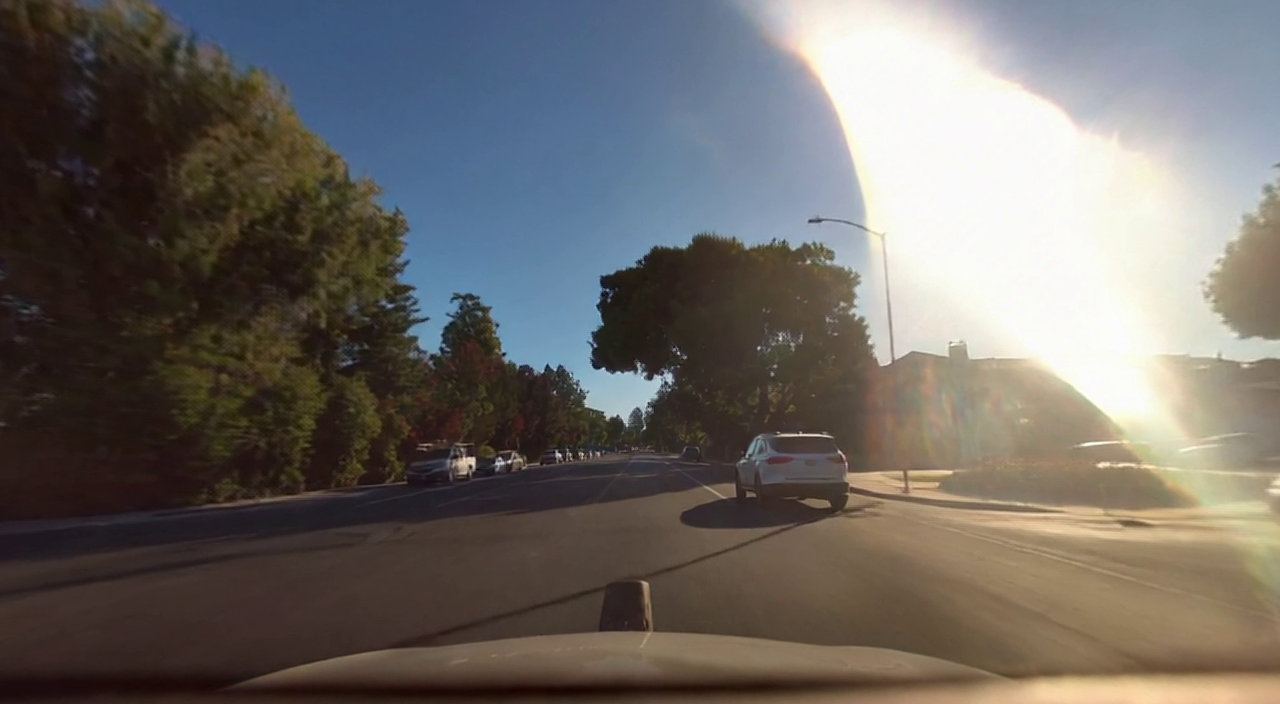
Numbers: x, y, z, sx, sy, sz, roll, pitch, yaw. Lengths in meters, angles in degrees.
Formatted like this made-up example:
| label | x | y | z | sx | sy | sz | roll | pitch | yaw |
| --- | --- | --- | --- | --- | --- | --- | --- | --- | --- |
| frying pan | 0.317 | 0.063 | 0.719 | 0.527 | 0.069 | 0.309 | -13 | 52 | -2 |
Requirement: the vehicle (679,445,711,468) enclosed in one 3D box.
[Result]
| label | x | y | z | sx | sy | sz | roll | pitch | yaw |
| --- | --- | --- | --- | --- | --- | --- | --- | --- | --- |
| vehicle | 3.740 | 7.223 | 43.569 | 1.956 | 1.492 | 4.425 | 0 | -9 | 1 |

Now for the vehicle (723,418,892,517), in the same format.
| label | x | y | z | sx | sy | sz | roll | pitch | yaw |
| --- | --- | --- | --- | --- | --- | --- | --- | --- | --- |
| vehicle | 3.619 | 2.676 | 15.156 | 2.497 | 1.889 | 5.833 | 0 | -9 | 1 |

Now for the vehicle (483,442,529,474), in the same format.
| label | x | y | z | sx | sy | sz | roll | pitch | yaw |
| --- | --- | --- | --- | --- | --- | --- | --- | --- | --- |
| vehicle | -10.118 | 8.069 | 48.041 | 2.254 | 2.127 | 5.697 | -2 | -9 | 0 |

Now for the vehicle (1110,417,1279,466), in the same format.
| label | x | y | z | sx | sy | sz | roll | pitch | yaw |
| --- | --- | --- | --- | --- | --- | --- | --- | --- | --- |
| vehicle | 27.196 | 4.391 | 30.925 | 6.155 | 1.968 | 2.431 | -3 | -9 | 0 |

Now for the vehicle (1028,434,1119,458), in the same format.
| label | x | y | z | sx | sy | sz | roll | pitch | yaw |
| --- | --- | --- | --- | --- | --- | --- | --- | --- | --- |
| vehicle | 28.530 | 6.186 | 41.568 | 4.578 | 1.511 | 1.857 | 0 | -9 | 0 |

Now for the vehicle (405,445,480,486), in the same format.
| label | x | y | z | sx | sy | sz | roll | pitch | yaw |
| --- | --- | --- | --- | --- | --- | --- | --- | --- | --- |
| vehicle | -10.359 | 5.990 | 33.638 | 2.261 | 1.851 | 5.724 | -4 | -9 | -1 |
